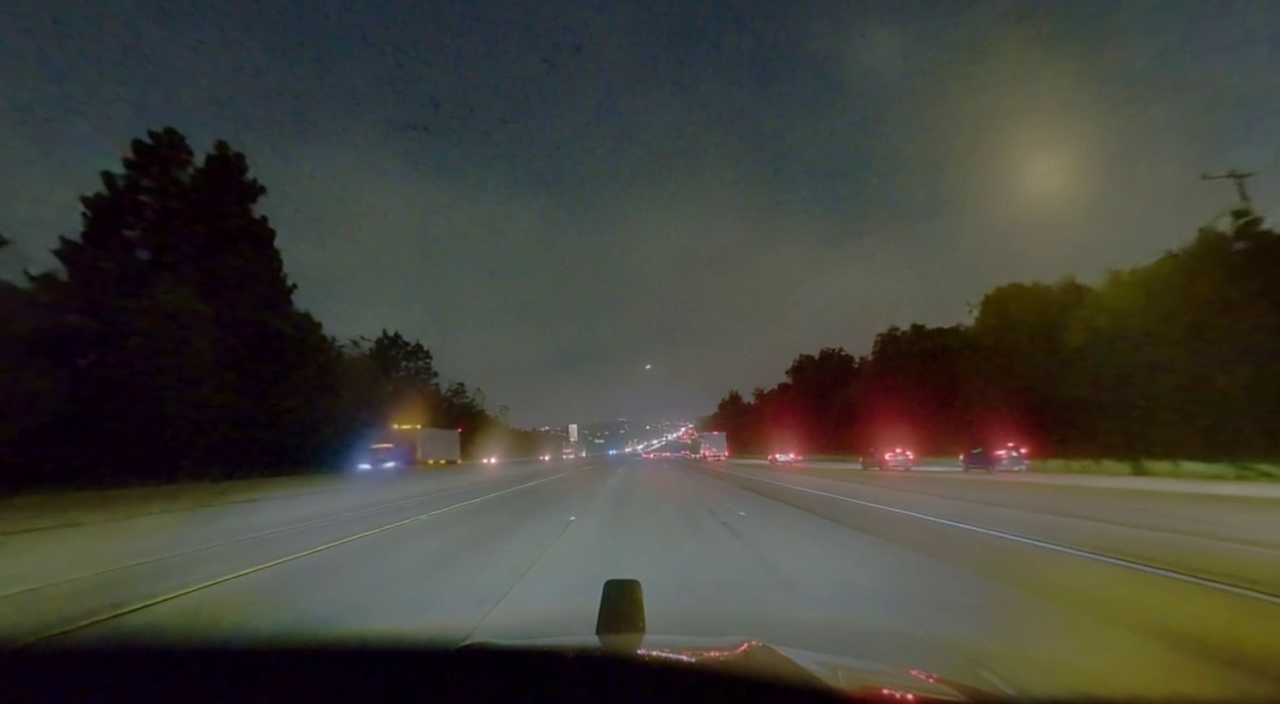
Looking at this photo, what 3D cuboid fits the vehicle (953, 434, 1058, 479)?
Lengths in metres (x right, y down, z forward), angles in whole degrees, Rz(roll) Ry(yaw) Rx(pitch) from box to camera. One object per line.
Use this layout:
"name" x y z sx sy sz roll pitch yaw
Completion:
"vehicle" 16.053 4.618 27.899 2.038 1.823 3.744 1 -9 -7
